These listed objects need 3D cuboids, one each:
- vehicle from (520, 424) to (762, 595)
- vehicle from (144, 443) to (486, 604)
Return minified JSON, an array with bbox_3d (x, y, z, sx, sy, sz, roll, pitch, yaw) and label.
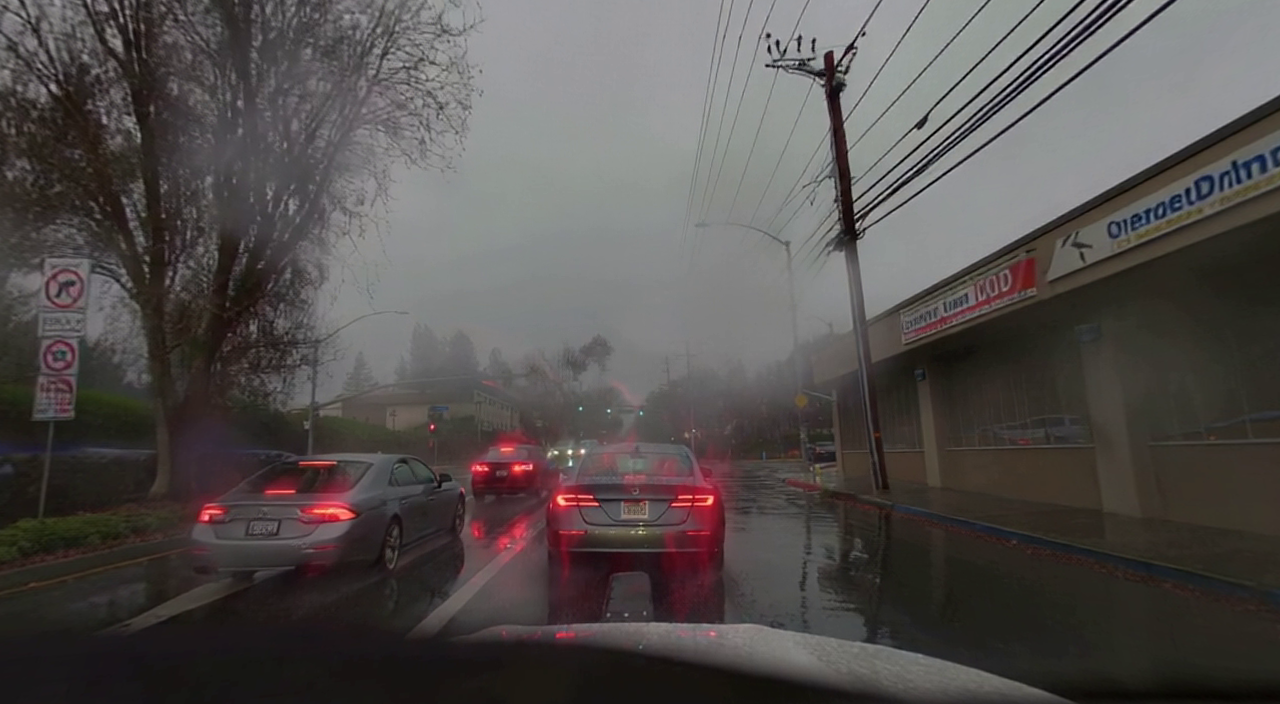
[{"bbox_3d":[-0.009,1.675,7.534,2.101,1.469,3.955,0,-9,0],"label":"vehicle"},{"bbox_3d":[-3.233,1.746,7.350,1.765,1.319,4.013,0,-9,1],"label":"vehicle"}]
